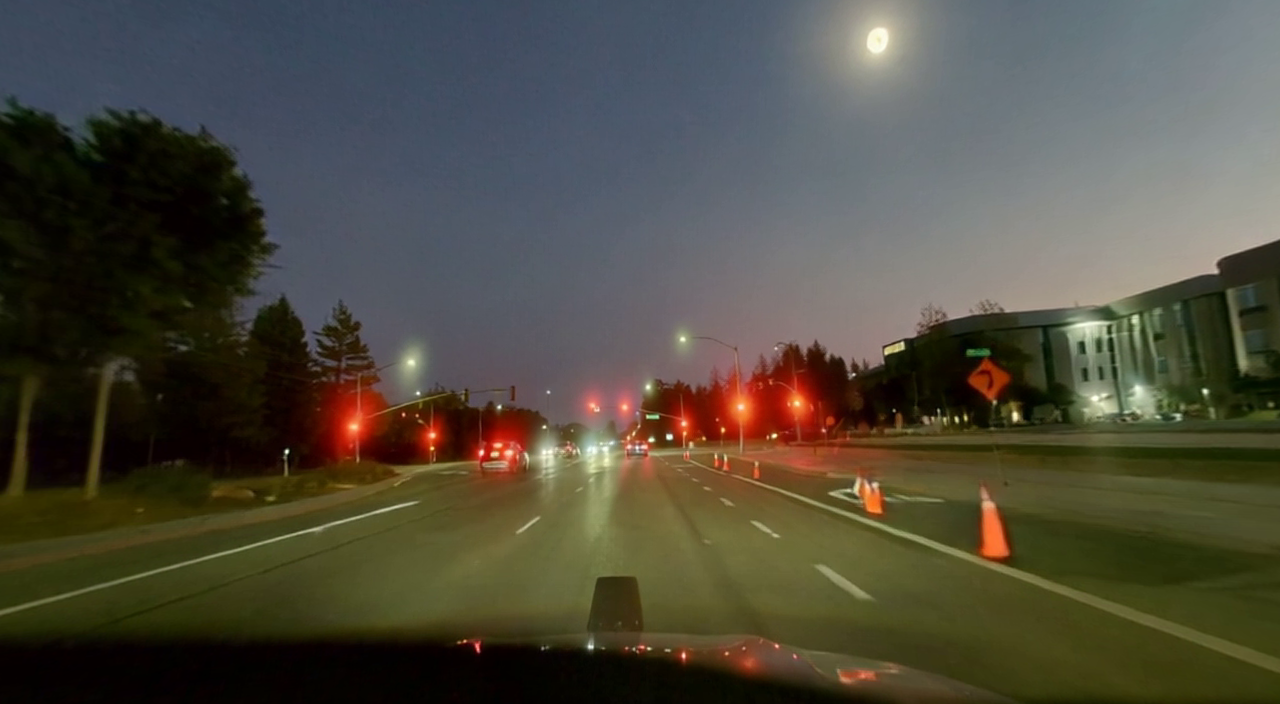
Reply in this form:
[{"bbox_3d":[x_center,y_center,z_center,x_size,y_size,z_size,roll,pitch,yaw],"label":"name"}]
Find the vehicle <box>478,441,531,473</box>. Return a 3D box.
[{"bbox_3d":[-6.982,5.429,32.935,1.869,1.570,4.064,0,-8,-1],"label":"vehicle"}]
